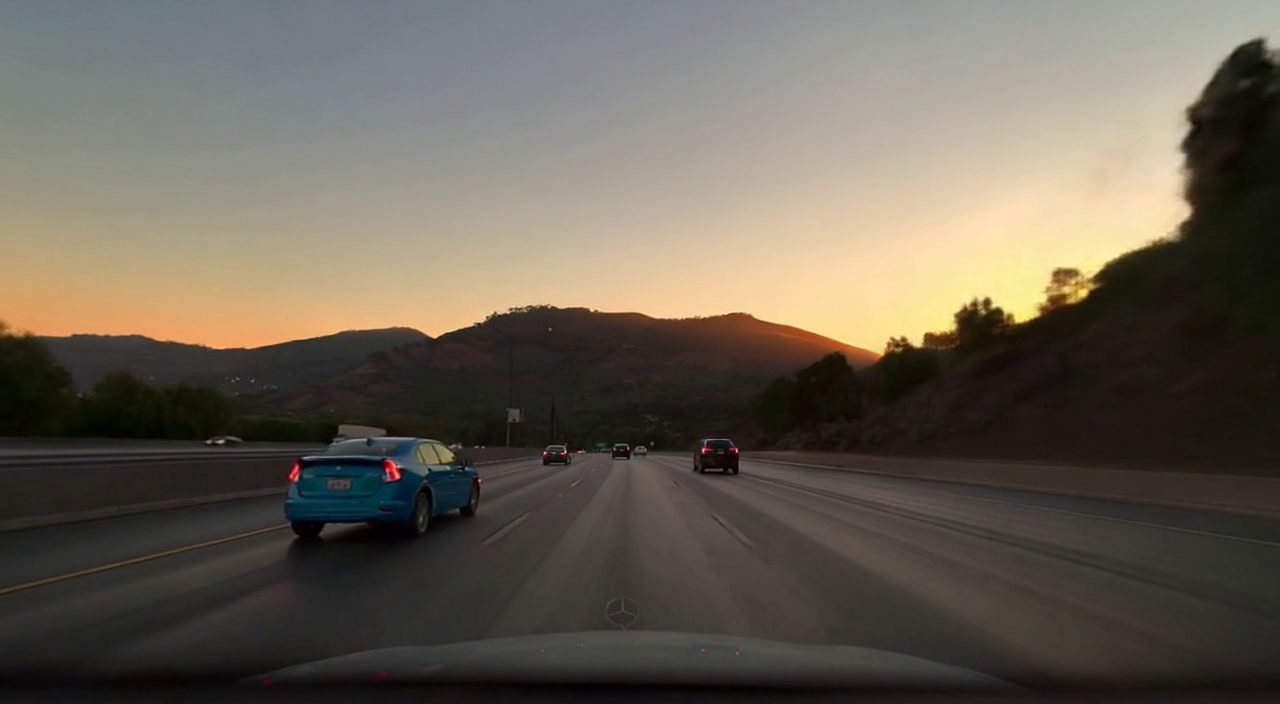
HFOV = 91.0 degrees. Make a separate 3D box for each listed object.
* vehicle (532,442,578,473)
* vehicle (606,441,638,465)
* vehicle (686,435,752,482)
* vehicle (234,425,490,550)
[{"bbox_3d":[-4.307,5.371,32.287,1.796,1.464,3.839,0,-9,0],"label":"vehicle"},{"bbox_3d":[-1.226,7.042,44.079,2.147,1.572,4.094,0,-9,-1],"label":"vehicle"},{"bbox_3d":[3.308,4.562,27.327,2.222,1.820,4.733,0,-9,-1],"label":"vehicle"},{"bbox_3d":[-3.921,1.990,9.899,1.993,1.500,4.248,0,-9,1],"label":"vehicle"}]
